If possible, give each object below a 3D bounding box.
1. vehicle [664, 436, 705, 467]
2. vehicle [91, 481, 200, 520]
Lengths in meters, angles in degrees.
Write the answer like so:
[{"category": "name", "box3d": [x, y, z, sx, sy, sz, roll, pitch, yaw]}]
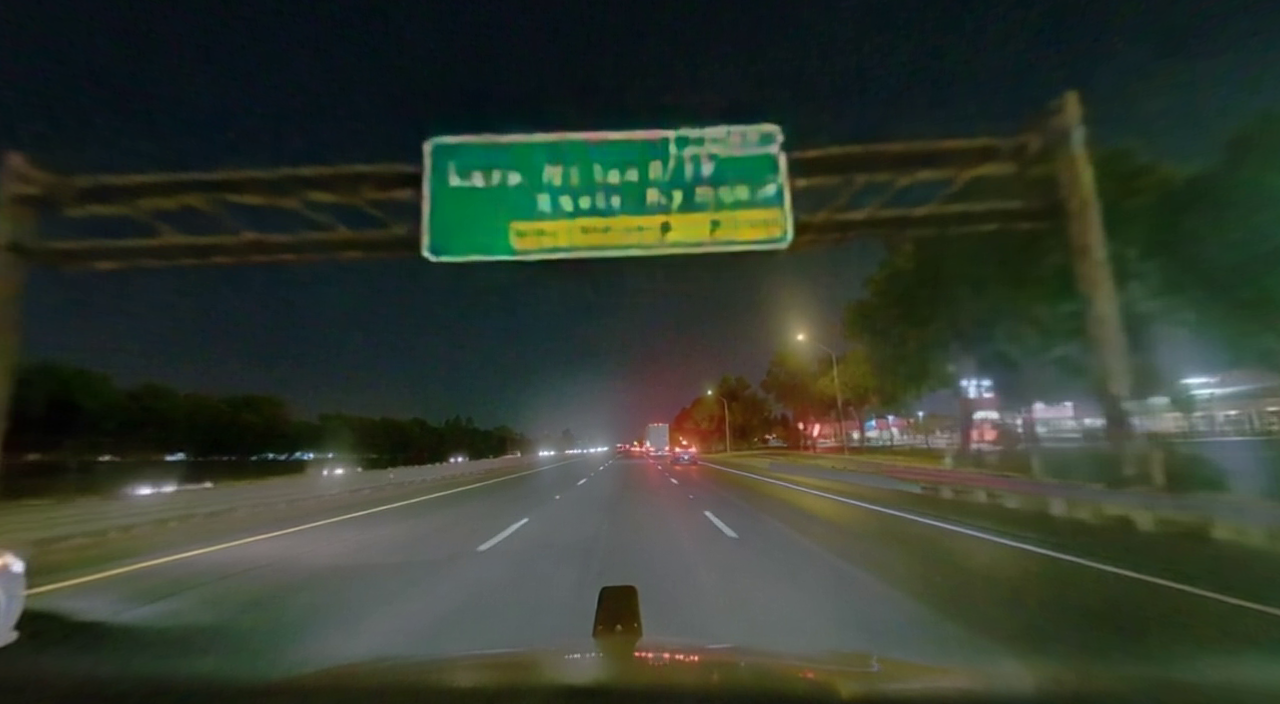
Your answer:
[{"category": "vehicle", "box3d": [2.635, 6.103, 38.854, 2.065, 1.760, 4.488, 0, -8, -2]}, {"category": "vehicle", "box3d": [-29.946, 8.993, 38.527, 2.269, 1.779, 5.254, 1, -8, 1]}]
